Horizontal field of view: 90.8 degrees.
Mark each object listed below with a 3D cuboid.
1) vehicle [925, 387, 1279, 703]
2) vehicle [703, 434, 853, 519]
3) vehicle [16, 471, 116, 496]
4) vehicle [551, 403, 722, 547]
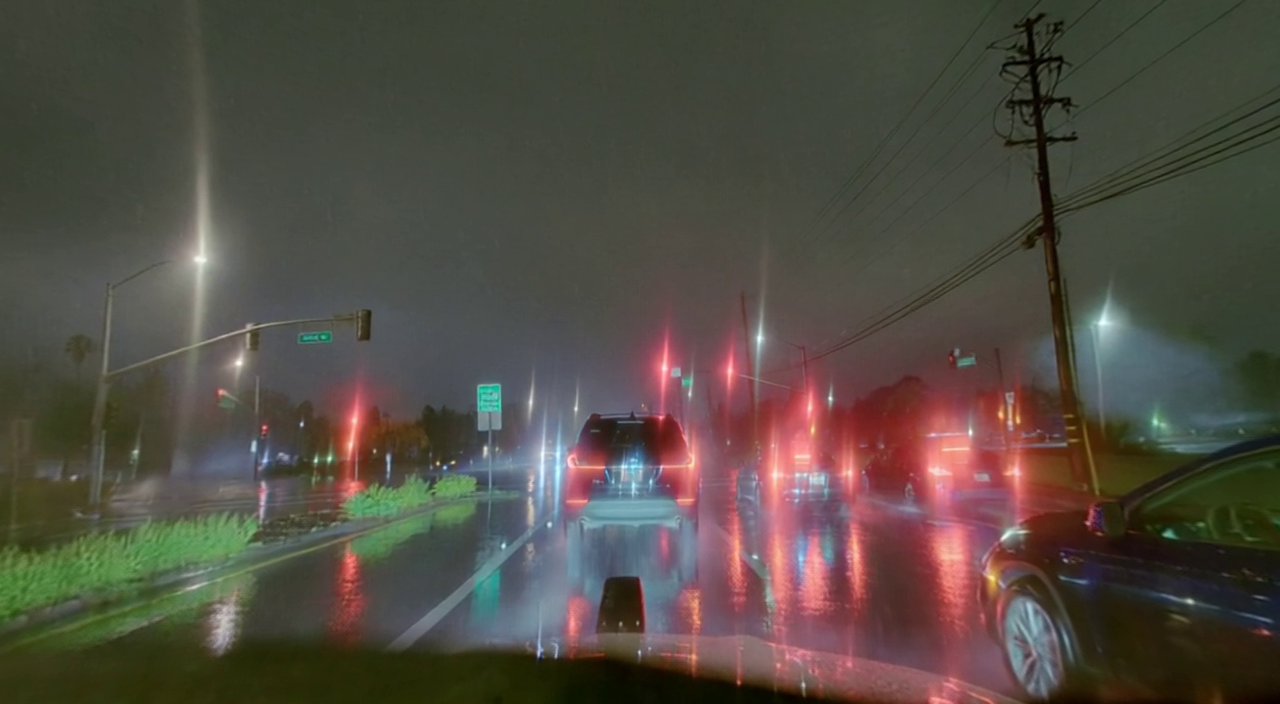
[{"bbox_3d":[2.729,0.808,1.571,2.004,1.460,4.297,0,-9,0],"label":"vehicle"},{"bbox_3d":[2.659,2.523,13.355,2.025,1.477,4.333,0,-9,-2],"label":"vehicle"},{"bbox_3d":[-38.349,8.777,42.308,4.569,1.505,1.992,0,-9,-5],"label":"vehicle"},{"bbox_3d":[-0.127,1.970,10.758,2.236,1.856,4.816,0,-9,-2],"label":"vehicle"}]
